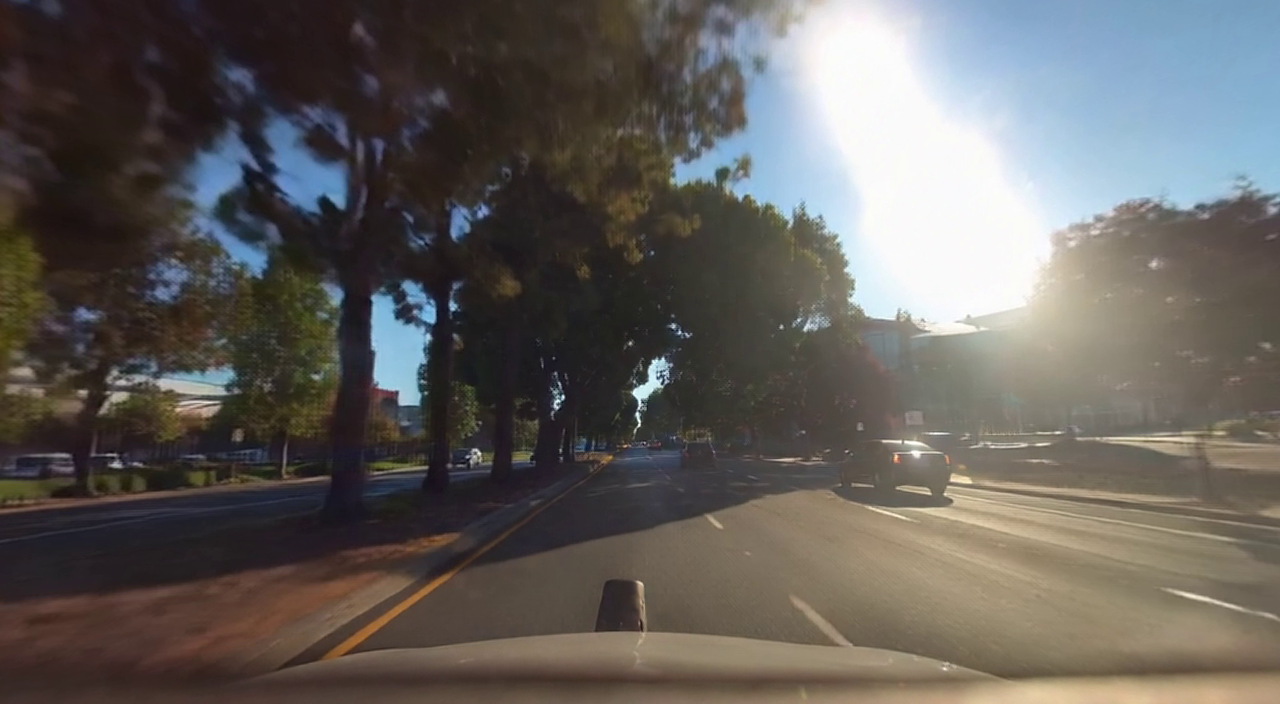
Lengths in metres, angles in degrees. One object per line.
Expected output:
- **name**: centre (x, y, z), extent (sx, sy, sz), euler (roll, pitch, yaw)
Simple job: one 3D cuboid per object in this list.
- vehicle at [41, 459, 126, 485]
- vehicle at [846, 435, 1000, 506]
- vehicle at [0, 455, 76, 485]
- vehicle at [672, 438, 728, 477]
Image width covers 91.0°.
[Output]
- **vehicle**: centre (-40.088, 8.611, 45.399), extent (4.200, 1.688, 1.983), euler (1, -8, -1)
- **vehicle**: centre (6.863, 2.897, 15.831), extent (1.886, 1.528, 4.169), euler (0, -9, -1)
- **vehicle**: centre (-40.968, 7.782, 41.694), extent (4.798, 1.848, 2.270), euler (1, -9, -3)
- **vehicle**: centre (2.698, 4.864, 29.236), extent (2.161, 1.676, 4.151), euler (0, -9, -1)
